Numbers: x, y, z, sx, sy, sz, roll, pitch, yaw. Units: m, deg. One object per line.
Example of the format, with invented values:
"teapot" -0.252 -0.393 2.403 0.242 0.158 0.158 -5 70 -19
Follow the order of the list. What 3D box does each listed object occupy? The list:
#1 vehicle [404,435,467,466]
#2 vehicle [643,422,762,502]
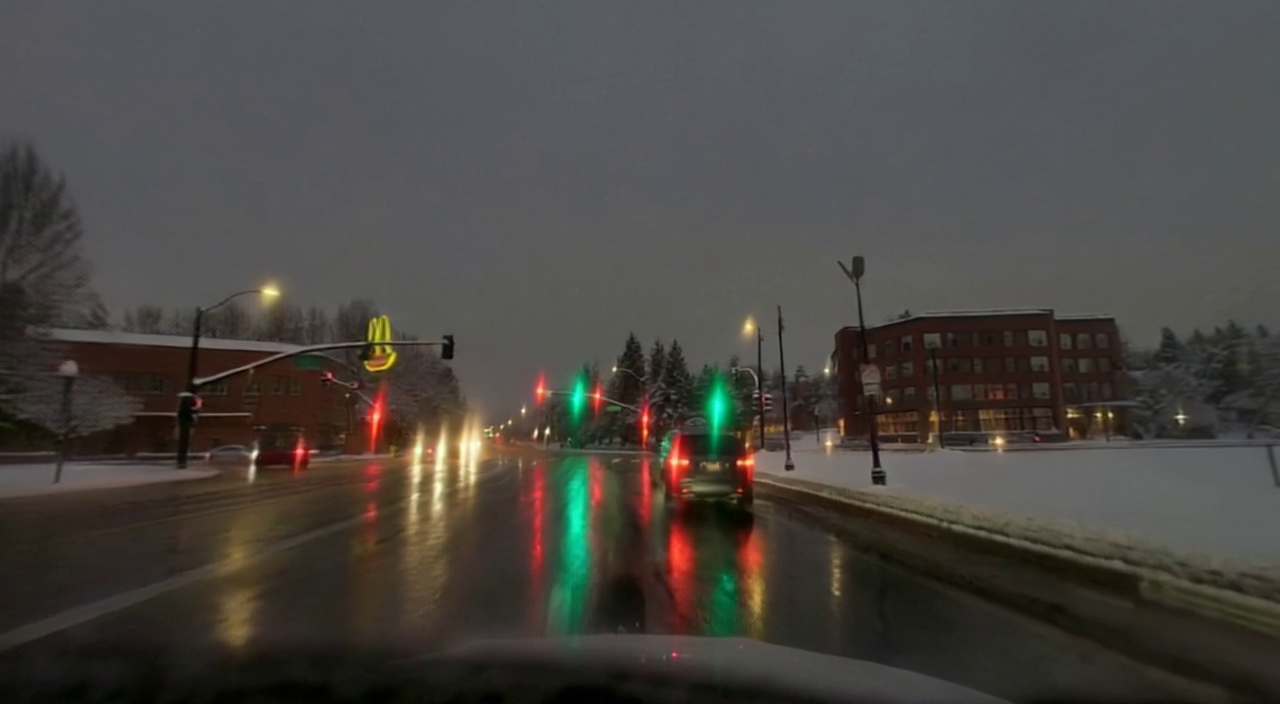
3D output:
"vehicle" -10.353 5.019 32.261 1.924 1.458 4.448 0 -8 -3
"vehicle" 1.343 2.656 15.595 2.230 1.683 4.204 0 -8 -4
